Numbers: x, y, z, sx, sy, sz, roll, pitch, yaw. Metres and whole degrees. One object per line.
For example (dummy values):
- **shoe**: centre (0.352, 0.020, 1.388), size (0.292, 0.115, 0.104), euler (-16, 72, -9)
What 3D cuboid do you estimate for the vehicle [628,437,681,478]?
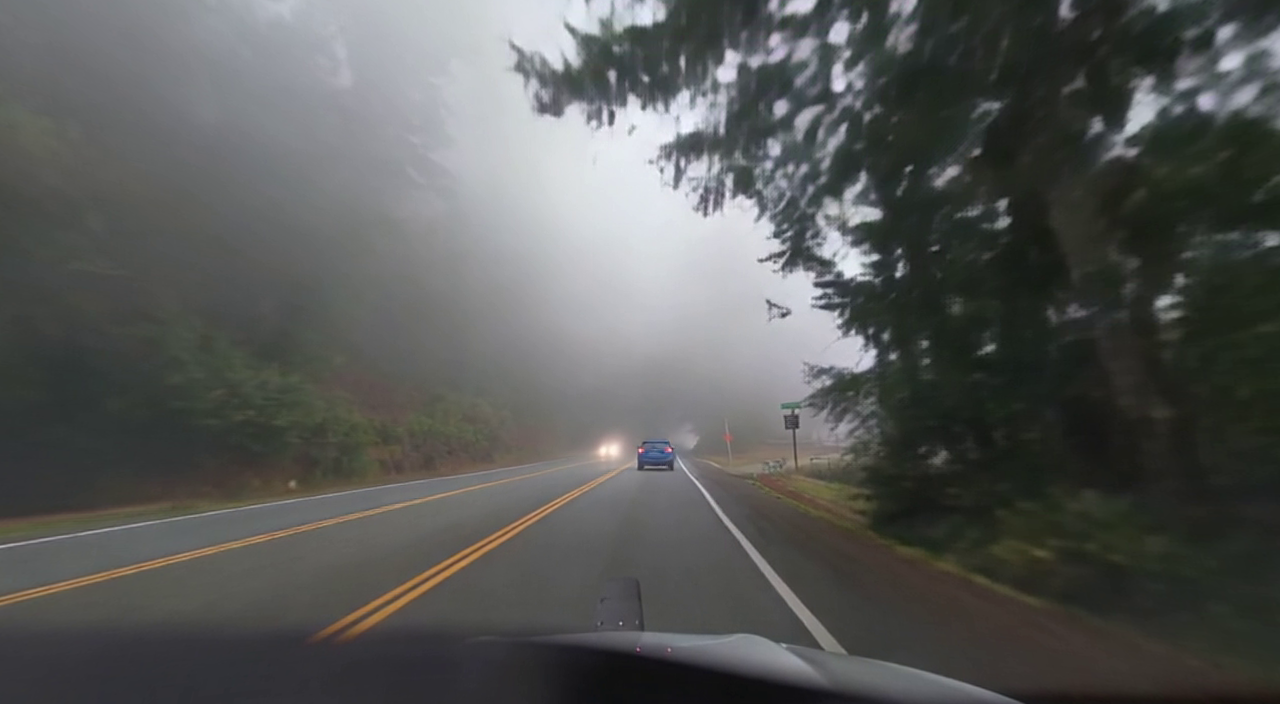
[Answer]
- **vehicle**: centre (0.716, 4.873, 29.382), size (2.294, 1.708, 4.110), euler (0, -9, 2)
